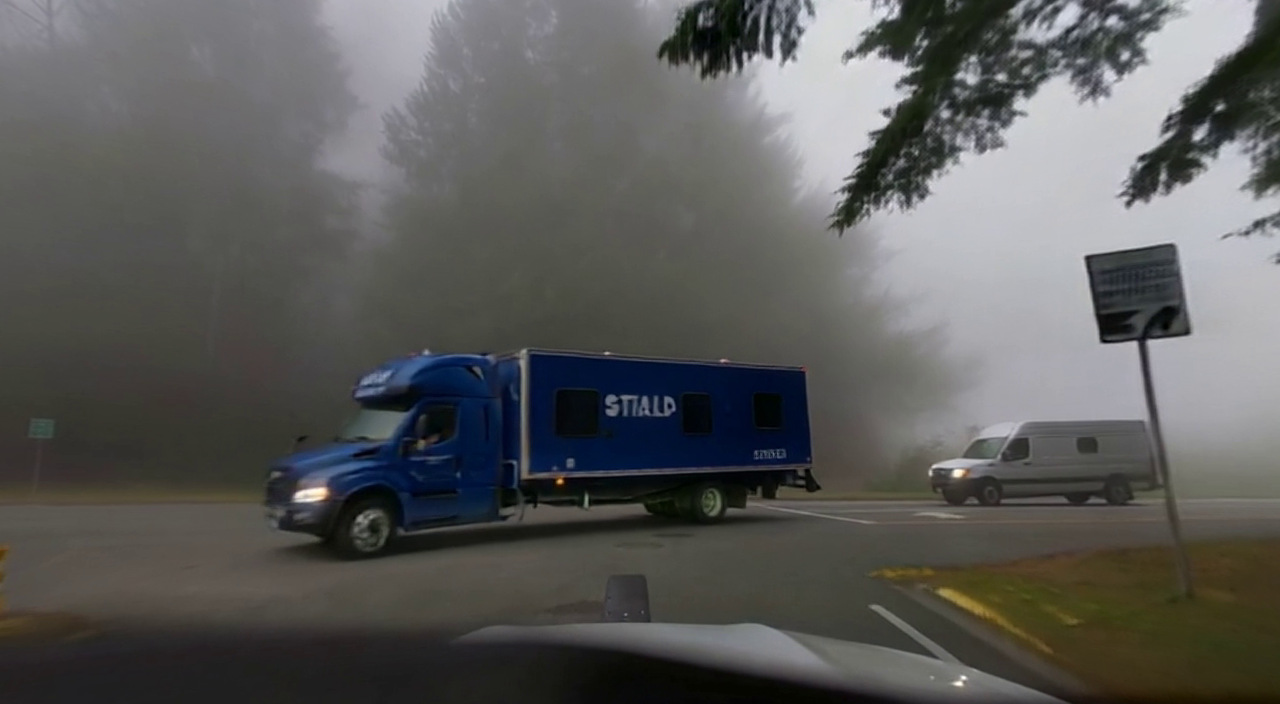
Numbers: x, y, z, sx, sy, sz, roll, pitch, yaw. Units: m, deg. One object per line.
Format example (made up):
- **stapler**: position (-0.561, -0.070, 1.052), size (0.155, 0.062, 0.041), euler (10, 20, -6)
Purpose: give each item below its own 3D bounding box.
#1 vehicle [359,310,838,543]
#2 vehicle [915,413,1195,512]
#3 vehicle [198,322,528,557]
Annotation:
- **vehicle**: position (-0.410, 1.656, 13.438), size (9.765, 3.622, 2.740), euler (5, -10, -29)
- **vehicle**: position (10.942, 2.925, 16.981), size (5.923, 2.424, 2.247), euler (0, -9, -4)
- **vehicle**: position (-4.652, 1.509, 10.950), size (4.552, 3.175, 2.847), euler (5, -10, -31)
